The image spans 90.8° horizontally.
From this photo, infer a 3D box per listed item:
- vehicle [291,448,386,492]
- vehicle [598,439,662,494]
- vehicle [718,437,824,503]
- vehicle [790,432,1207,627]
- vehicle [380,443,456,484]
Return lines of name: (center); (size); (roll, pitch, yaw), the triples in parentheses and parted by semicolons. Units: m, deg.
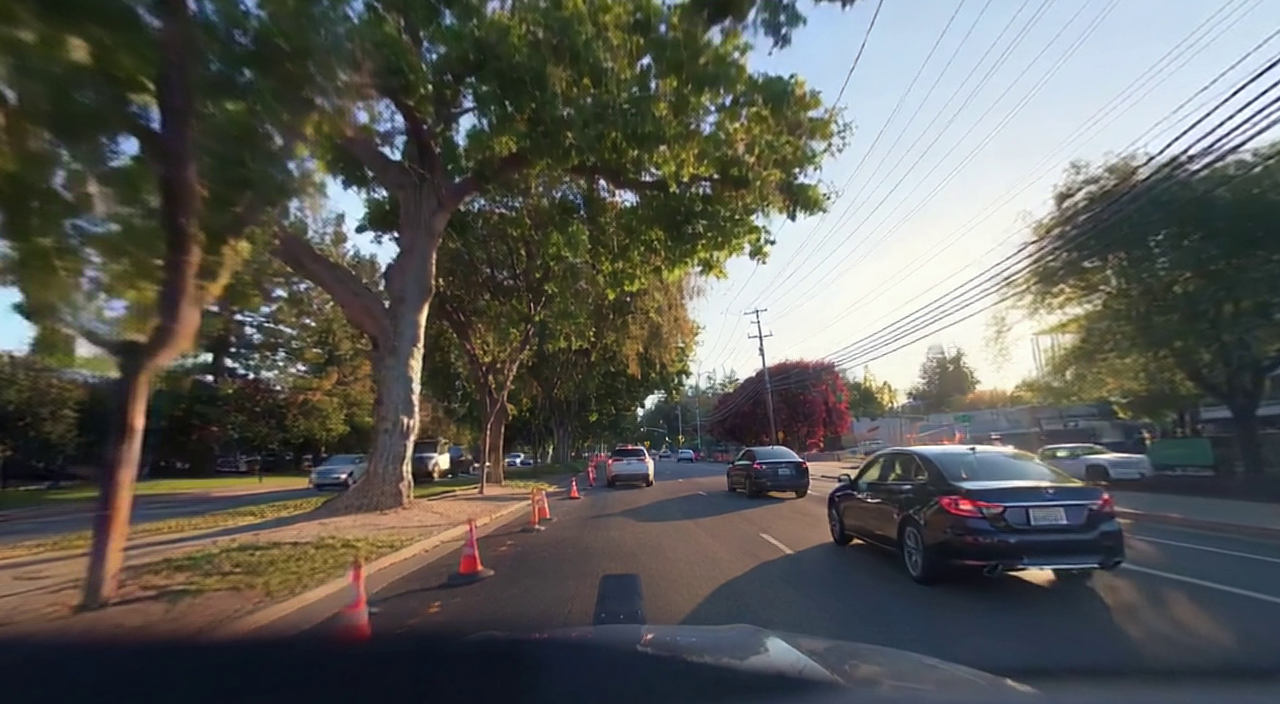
vehicle: (-16.050, 6.284, 34.120); (2.258, 2.072, 5.695); (-1, -8, 1)
vehicle: (-0.331, 3.989, 22.408); (2.050, 1.745, 3.915); (-1, -8, 0)
vehicle: (3.800, 3.489, 19.245); (2.116, 1.726, 4.672); (0, -8, -1)
vehicle: (3.331, 1.701, 7.224); (1.977, 1.460, 4.565); (0, -8, -2)
vehicle: (-12.394, 6.232, 35.779); (2.223, 2.091, 6.044); (0, -8, -1)
